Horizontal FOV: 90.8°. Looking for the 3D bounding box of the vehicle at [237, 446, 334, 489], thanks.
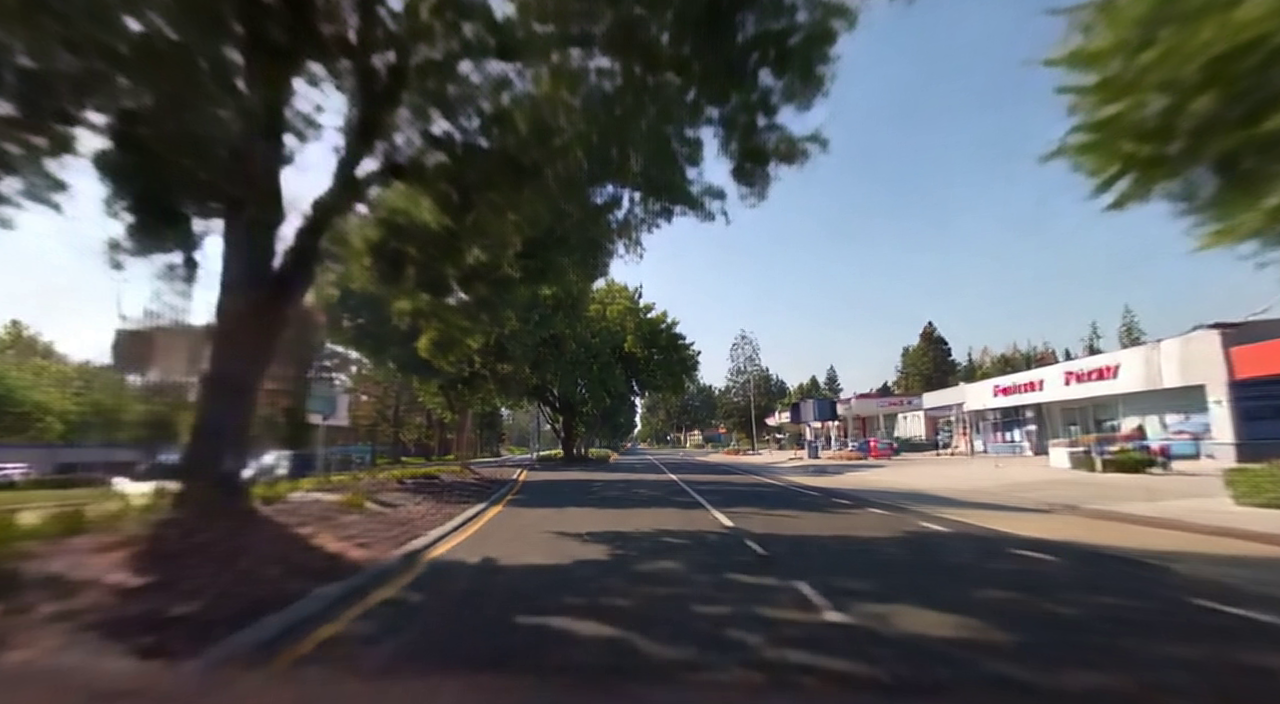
[{"bbox_3d":[-12.890,4.197,23.226,1.608,1.402,3.620,-1,-9,-3],"label":"vehicle"}]
